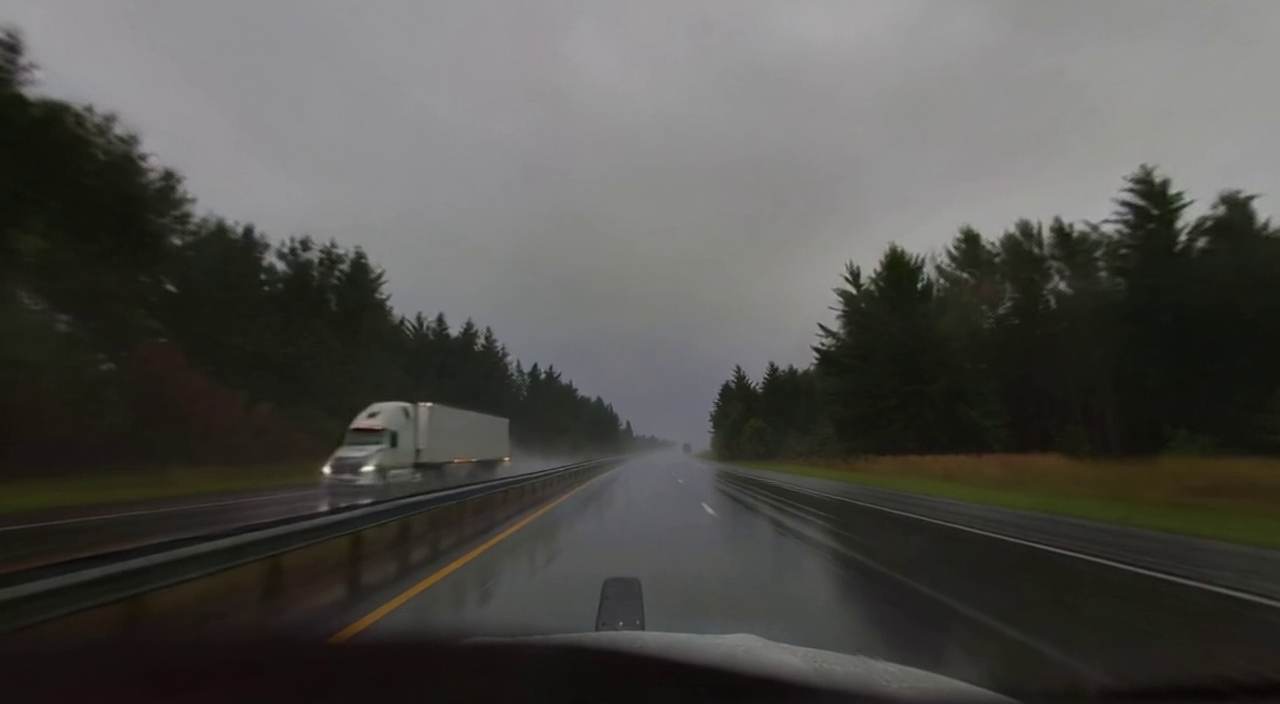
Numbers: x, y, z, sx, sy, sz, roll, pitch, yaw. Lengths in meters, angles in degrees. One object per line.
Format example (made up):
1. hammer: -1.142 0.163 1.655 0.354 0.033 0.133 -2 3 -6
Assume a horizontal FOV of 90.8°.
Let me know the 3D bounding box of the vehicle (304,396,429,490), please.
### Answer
1. vehicle: -12.170 4.165 28.747 2.954 3.839 5.609 0 -9 1
